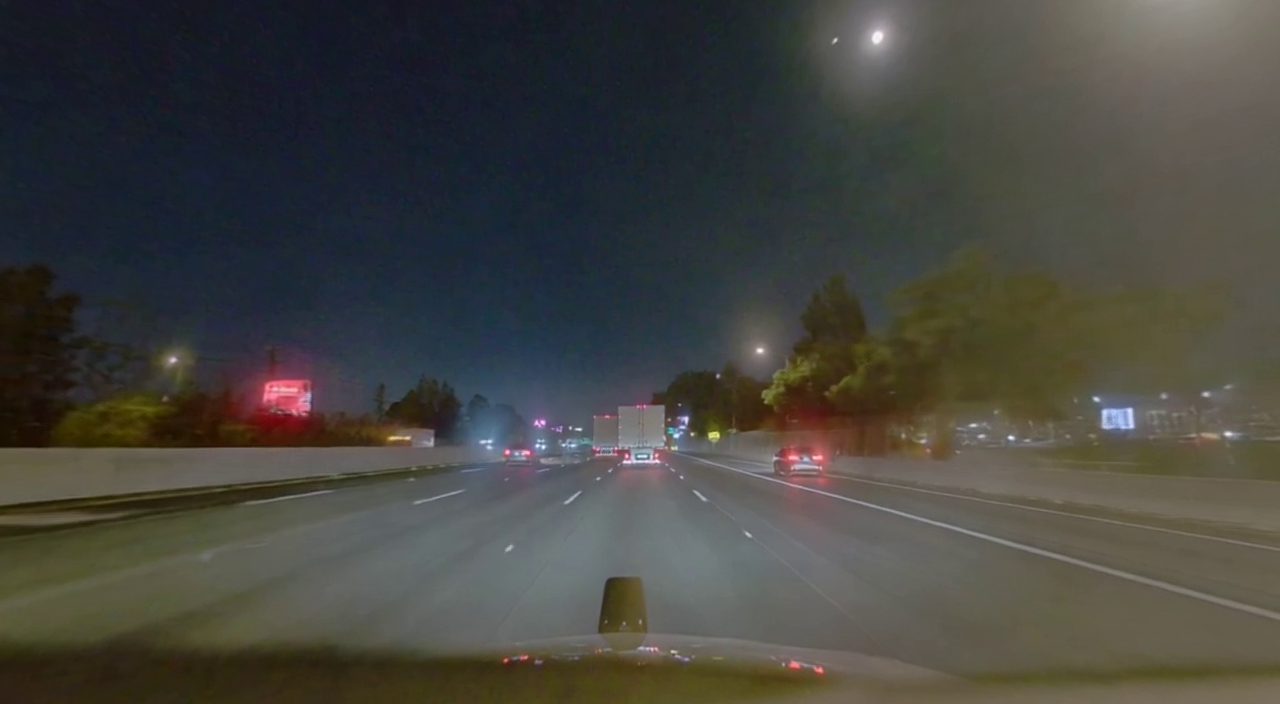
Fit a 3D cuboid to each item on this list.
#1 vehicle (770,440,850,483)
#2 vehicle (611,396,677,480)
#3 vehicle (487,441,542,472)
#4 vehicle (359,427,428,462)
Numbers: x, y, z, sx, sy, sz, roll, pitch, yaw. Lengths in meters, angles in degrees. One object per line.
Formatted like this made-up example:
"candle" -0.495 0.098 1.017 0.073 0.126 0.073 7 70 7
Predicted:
"vehicle" 6.816 4.392 25.773 1.969 1.560 4.394 -1 -8 -1
"vehicle" 0.106 4.729 36.186 3.054 3.944 11.230 -2 -6 -1
"vehicle" -6.753 5.667 34.524 1.992 1.547 4.673 -1 -8 1
"vehicle" -18.848 7.117 48.732 2.825 2.420 6.603 0 -8 -2
